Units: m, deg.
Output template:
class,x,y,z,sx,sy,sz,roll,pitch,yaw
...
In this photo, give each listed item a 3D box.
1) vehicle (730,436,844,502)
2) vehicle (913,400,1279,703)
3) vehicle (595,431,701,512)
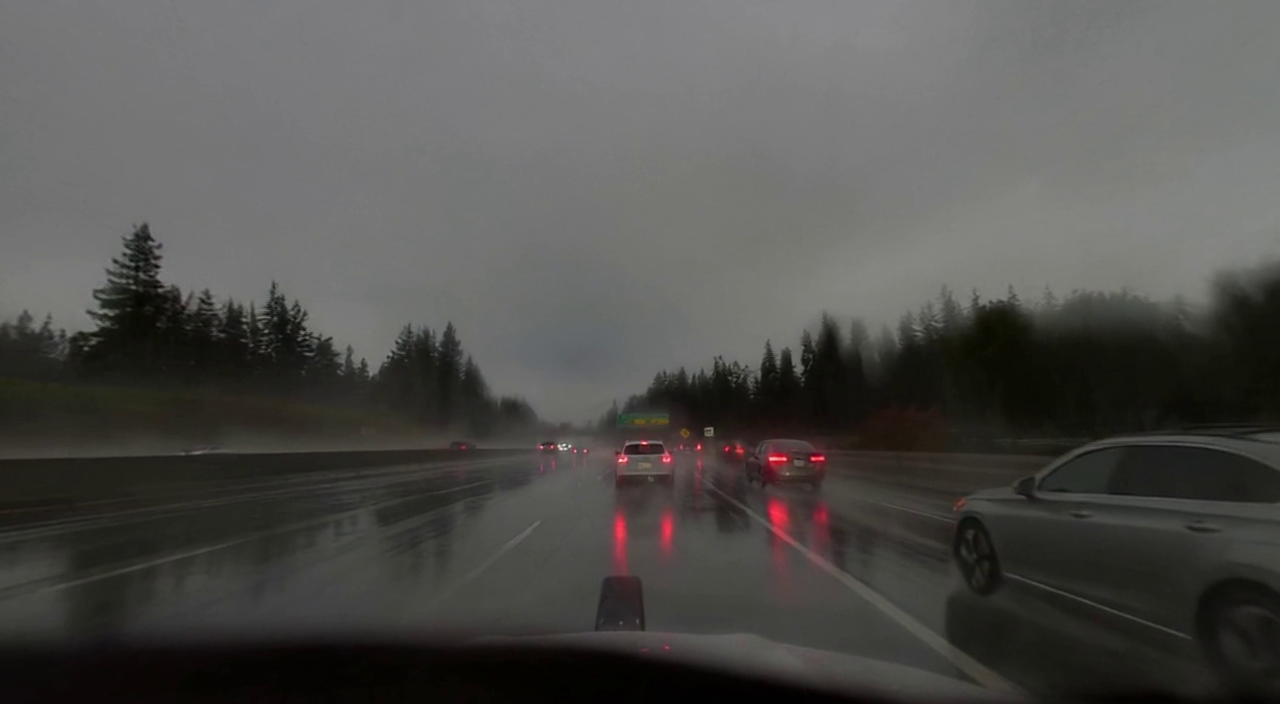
class,x,y,z,sx,sy,sz,roll,pitch,yaw
vehicle,3.731,3.048,16.806,2.044,1.523,3.947,0,-9,-1
vehicle,3.695,1.159,3.975,1.979,1.504,4.377,0,-9,0
vehicle,0.166,2.616,14.220,2.044,1.554,3.824,0,-9,0
